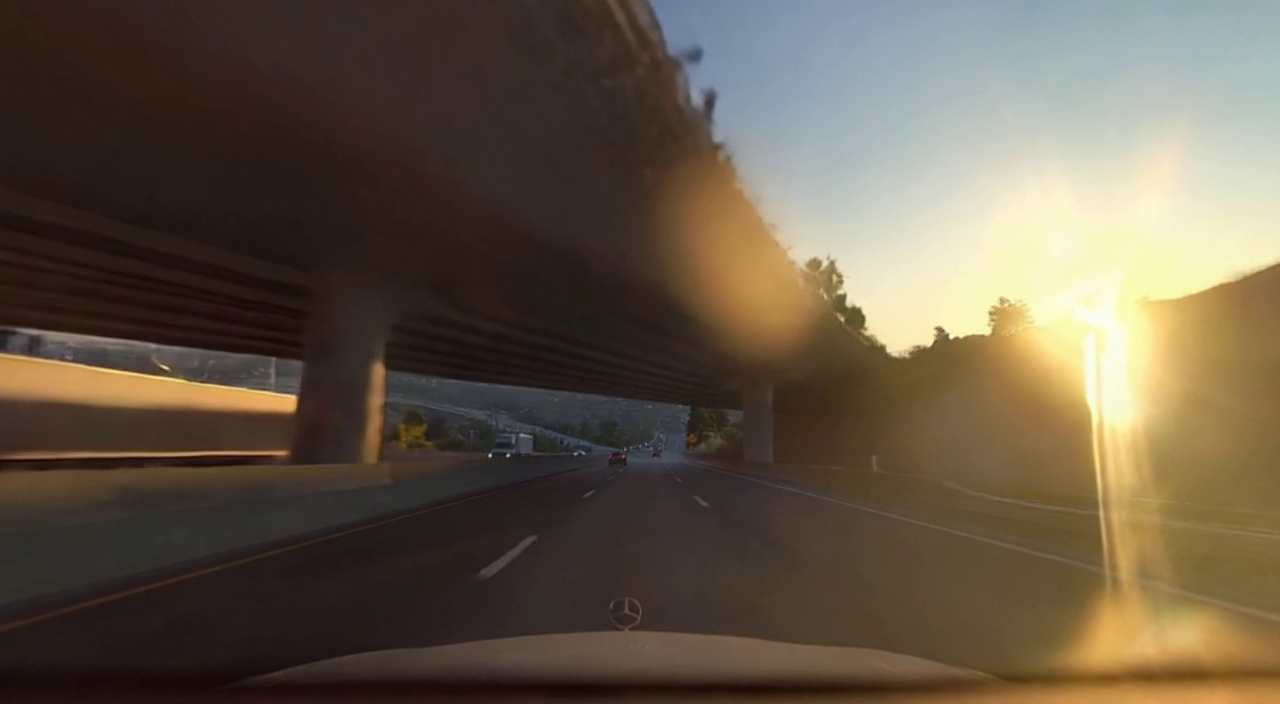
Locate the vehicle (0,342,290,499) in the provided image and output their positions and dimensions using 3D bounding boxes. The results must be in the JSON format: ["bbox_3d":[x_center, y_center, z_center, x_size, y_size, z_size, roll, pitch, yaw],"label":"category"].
[{"bbox_3d":[-17.953,2.687,21.937,2.914,4.015,14.672,0,-9,1],"label":"vehicle"}]
